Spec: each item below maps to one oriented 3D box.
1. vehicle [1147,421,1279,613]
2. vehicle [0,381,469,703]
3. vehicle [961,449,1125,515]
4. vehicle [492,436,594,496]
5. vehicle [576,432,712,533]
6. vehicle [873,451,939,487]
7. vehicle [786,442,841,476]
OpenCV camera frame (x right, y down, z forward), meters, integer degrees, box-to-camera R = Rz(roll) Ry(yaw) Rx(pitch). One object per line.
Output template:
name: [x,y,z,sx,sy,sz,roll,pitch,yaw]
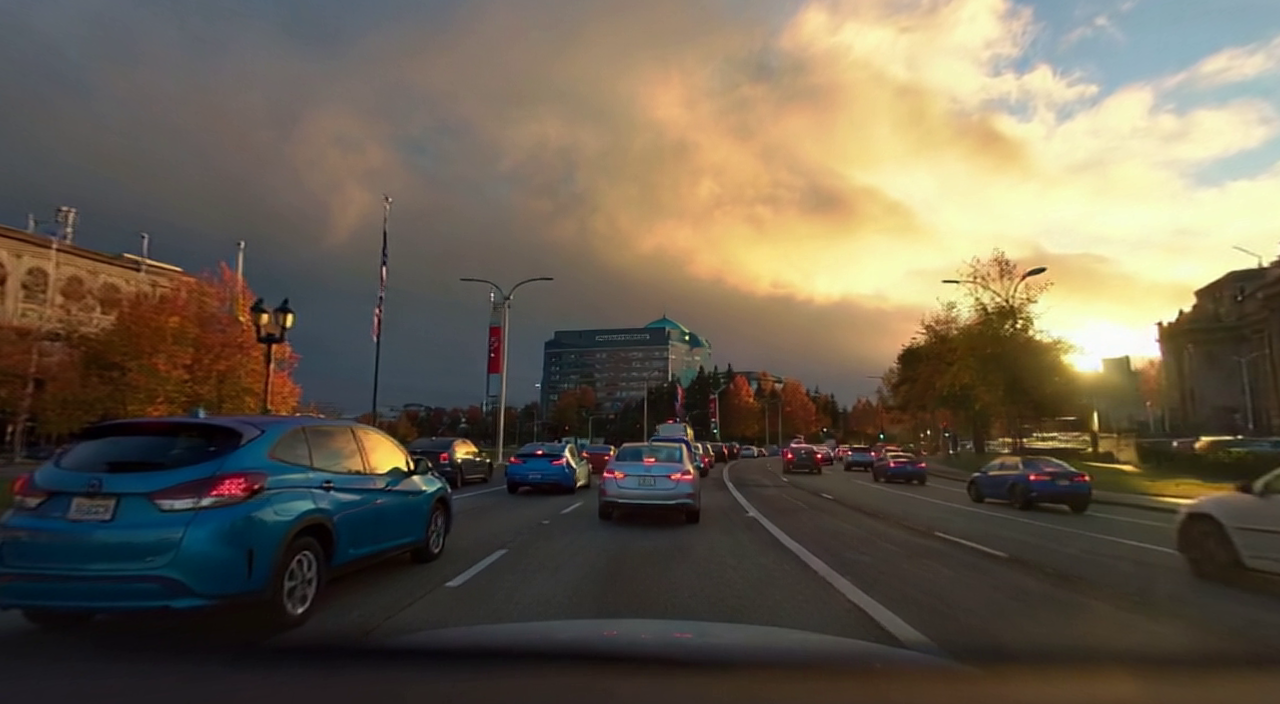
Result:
vehicle: [6.416,1.269,4.399,2.011,1.610,4.568,0,-9,2]
vehicle: [-3.164,1.288,5.387,1.988,1.635,4.260,0,-9,3]
vehicle: [11.065,3.548,17.773,1.934,1.585,4.397,0,-9,4]
vehicle: [-2.728,3.355,18.982,1.974,1.549,4.603,0,-9,5]
vehicle: [0.224,2.340,11.883,2.090,1.506,4.276,0,-9,4]
vehicle: [12.429,5.453,29.638,1.749,1.481,3.808,0,-9,5]
vehicle: [8.612,5.329,31.568,1.944,1.544,4.301,0,-9,6]
